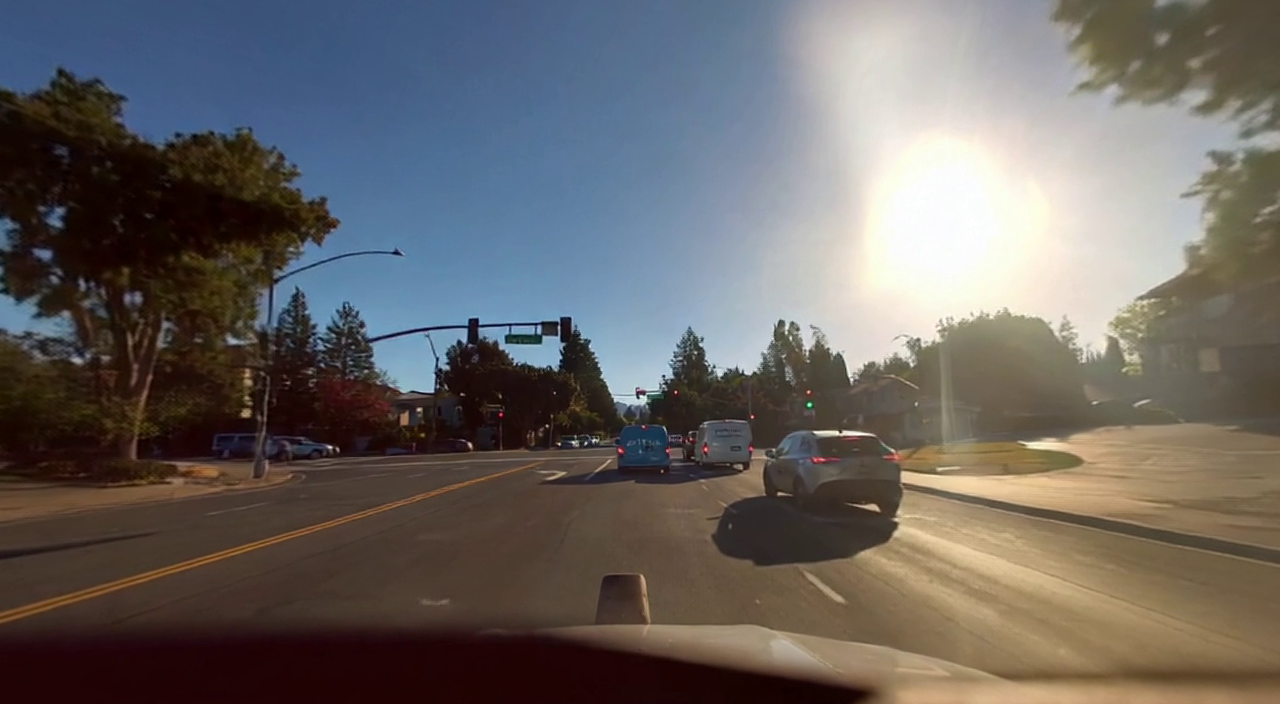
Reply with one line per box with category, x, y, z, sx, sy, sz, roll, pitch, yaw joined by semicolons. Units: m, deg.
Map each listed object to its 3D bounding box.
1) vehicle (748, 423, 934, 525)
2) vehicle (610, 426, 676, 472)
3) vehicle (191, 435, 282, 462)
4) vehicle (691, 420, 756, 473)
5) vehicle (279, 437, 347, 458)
vehicle;3.414;2.178;11.745;1.934;1.506;4.544;0;-9;-1
vehicle;0.157;3.745;24.345;2.321;1.624;4.367;0;-9;1
vehicle;-28.035;6.709;43.741;4.757;1.841;2.121;1;-9;-7
vehicle;3.250;3.796;25.298;2.059;1.924;4.257;0;-9;0
vehicle;-24.931;7.294;47.939;4.073;1.603;1.920;1;-9;-8
